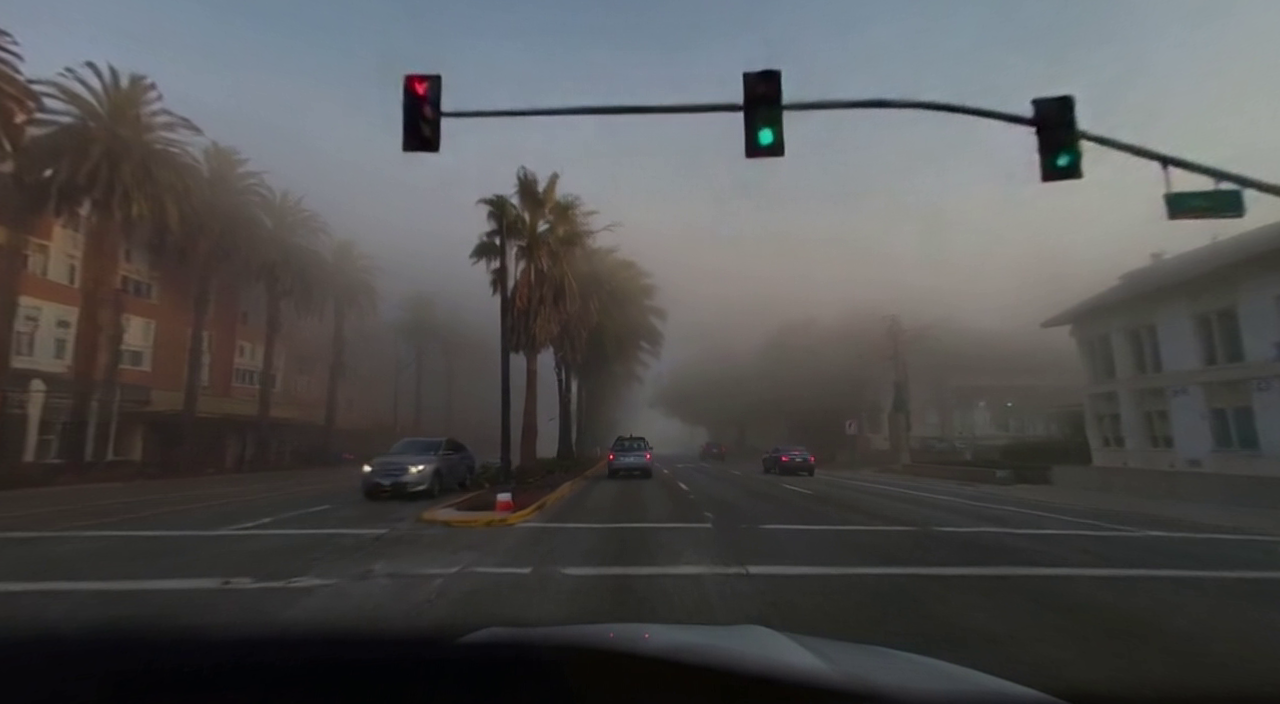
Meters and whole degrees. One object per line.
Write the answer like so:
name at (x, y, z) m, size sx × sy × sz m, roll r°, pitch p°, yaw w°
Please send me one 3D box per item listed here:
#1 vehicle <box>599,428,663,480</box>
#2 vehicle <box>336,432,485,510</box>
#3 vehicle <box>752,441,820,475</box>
vehicle at (-0.315, 3.956, 24.608) m, size 2.277 × 1.816 × 4.192 m, roll 0°, pitch -8°, yaw 0°
vehicle at (-5.257, 2.744, 15.108) m, size 2.028 × 1.489 × 4.386 m, roll -3°, pitch -8°, yaw -1°
vehicle at (6.793, 4.969, 29.787) m, size 1.975 × 1.483 × 4.769 m, roll 0°, pitch -8°, yaw -1°
